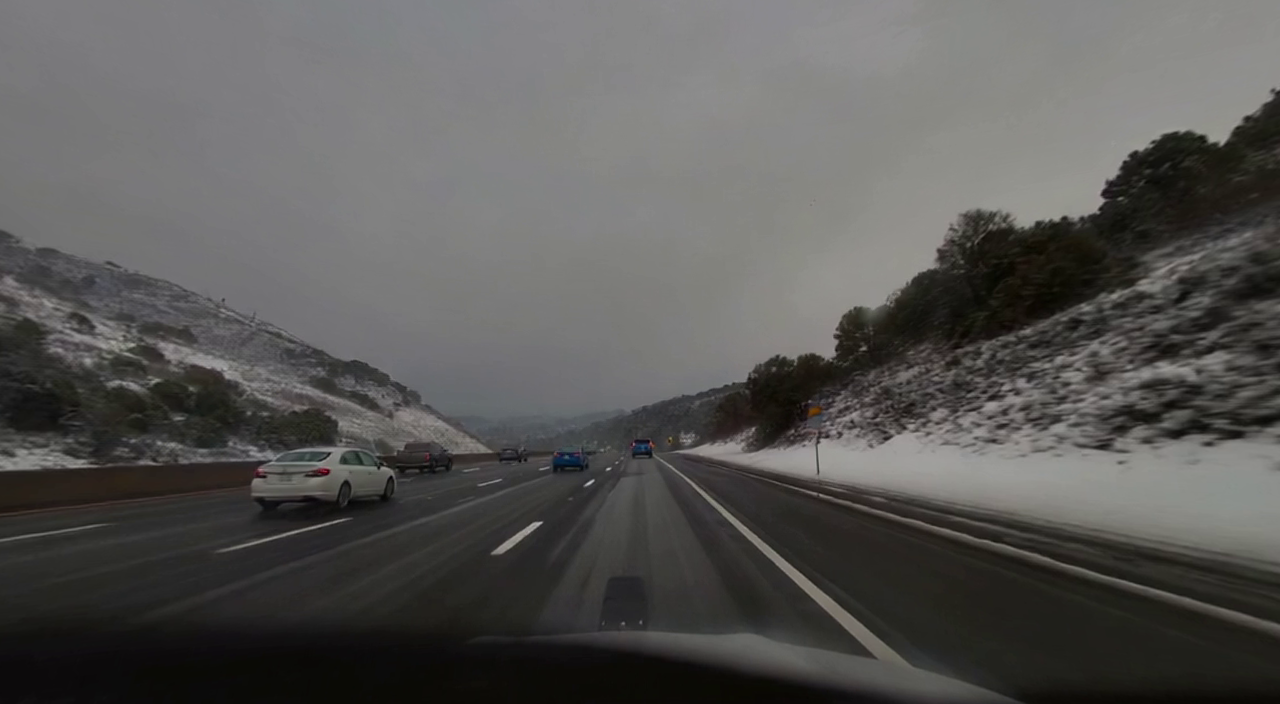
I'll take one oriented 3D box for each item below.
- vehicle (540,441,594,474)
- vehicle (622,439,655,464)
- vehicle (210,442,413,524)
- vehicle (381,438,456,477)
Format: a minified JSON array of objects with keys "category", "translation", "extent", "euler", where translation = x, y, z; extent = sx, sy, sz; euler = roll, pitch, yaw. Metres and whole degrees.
[{"category":"vehicle","translation":[-3.587,5.293,31.861],"extent":[2.144,1.505,4.649],"euler":[0,-8,1]},{"category":"vehicle","translation":[-0.108,7.080,45.168],"extent":[2.225,1.674,4.044],"euler":[0,-8,-1]},{"category":"vehicle","translation":[-6.679,2.658,13.489],"extent":[1.991,1.441,4.265],"euler":[0,-8,1]},{"category":"vehicle","translation":[-10.715,5.127,30.928],"extent":[2.025,1.750,4.505],"euler":[0,-8,0]}]
